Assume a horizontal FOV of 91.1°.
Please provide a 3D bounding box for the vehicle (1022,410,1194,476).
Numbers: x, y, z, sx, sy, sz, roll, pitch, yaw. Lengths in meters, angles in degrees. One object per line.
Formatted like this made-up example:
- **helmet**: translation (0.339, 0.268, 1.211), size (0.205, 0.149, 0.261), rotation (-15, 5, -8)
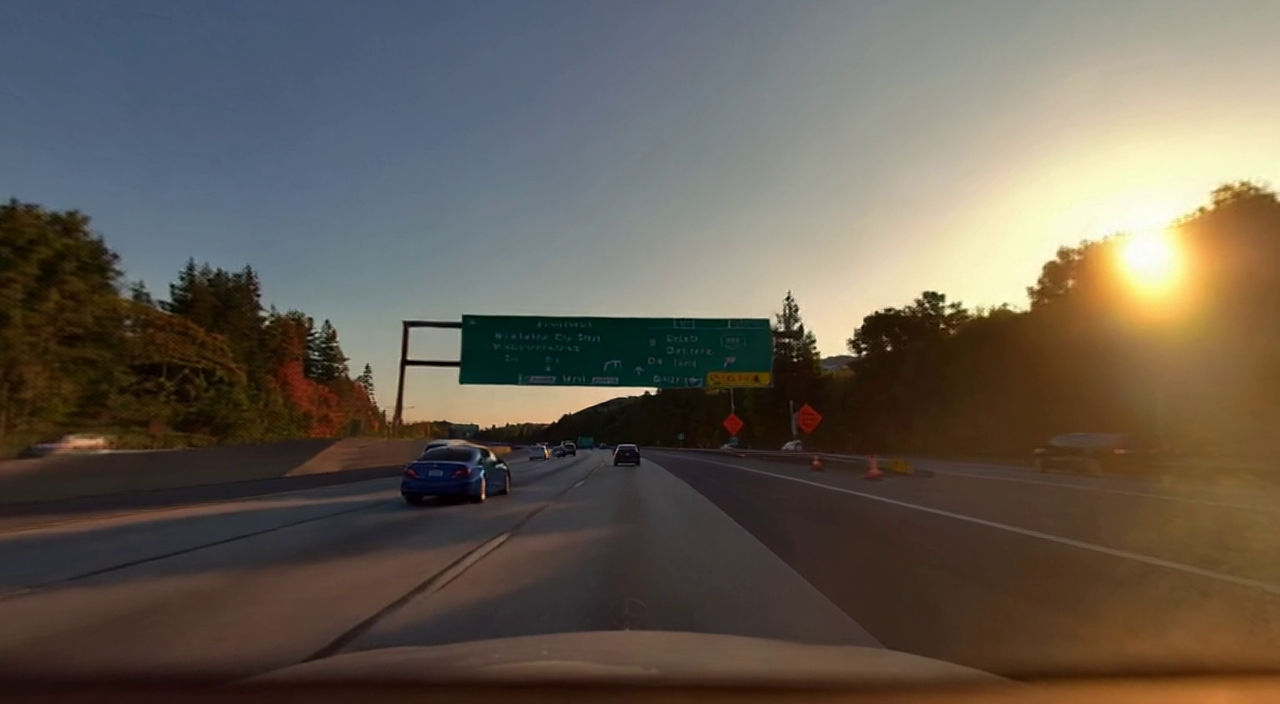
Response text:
- **vehicle**: translation (21.079, 4.185, 28.960), size (2.728, 2.610, 7.309), rotation (-1, -8, 5)

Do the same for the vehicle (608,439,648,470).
- **vehicle**: translation (-0.646, 5.283, 32.597), size (1.963, 1.462, 4.681), rotation (0, -8, -2)

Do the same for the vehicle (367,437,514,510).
- **vehicle**: translation (-4.392, 2.735, 14.672), size (2.001, 1.415, 4.360), rotation (0, -8, 0)

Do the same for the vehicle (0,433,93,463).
- **vehicle**: translation (-37.293, 6.001, 39.335), size (2.047, 1.756, 4.811), rotation (1, -8, -6)
